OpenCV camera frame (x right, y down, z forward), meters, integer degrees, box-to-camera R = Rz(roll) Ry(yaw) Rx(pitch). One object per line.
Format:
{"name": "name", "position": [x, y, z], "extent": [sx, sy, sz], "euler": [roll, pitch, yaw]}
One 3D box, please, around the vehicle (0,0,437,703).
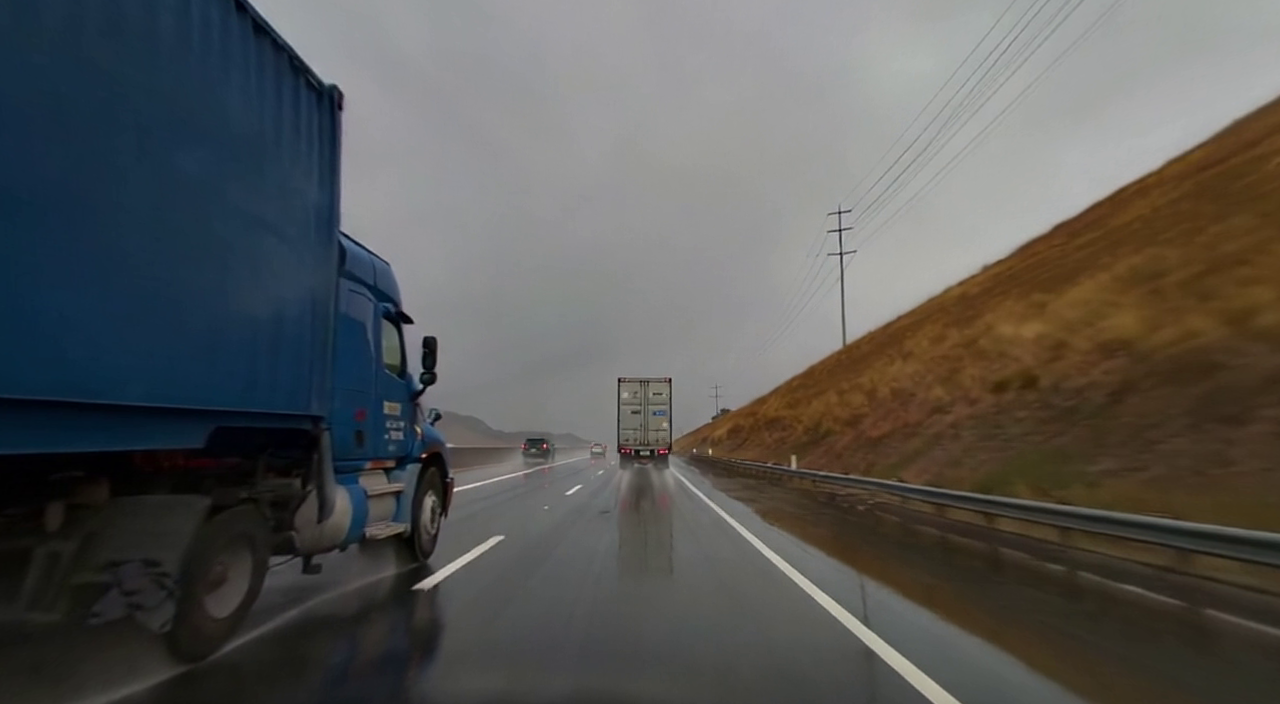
{"name": "vehicle", "position": [-4.040, -0.388, 1.886], "extent": [3.314, 4.224, 9.816], "euler": [0, -9, 1]}

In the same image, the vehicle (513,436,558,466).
{"name": "vehicle", "position": [-7.062, 6.739, 42.928], "extent": [2.214, 1.899, 4.719], "euler": [0, -9, 1]}

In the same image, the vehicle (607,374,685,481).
{"name": "vehicle", "position": [0.203, 3.769, 30.141], "extent": [3.006, 4.120, 11.586], "euler": [0, -9, 0]}
